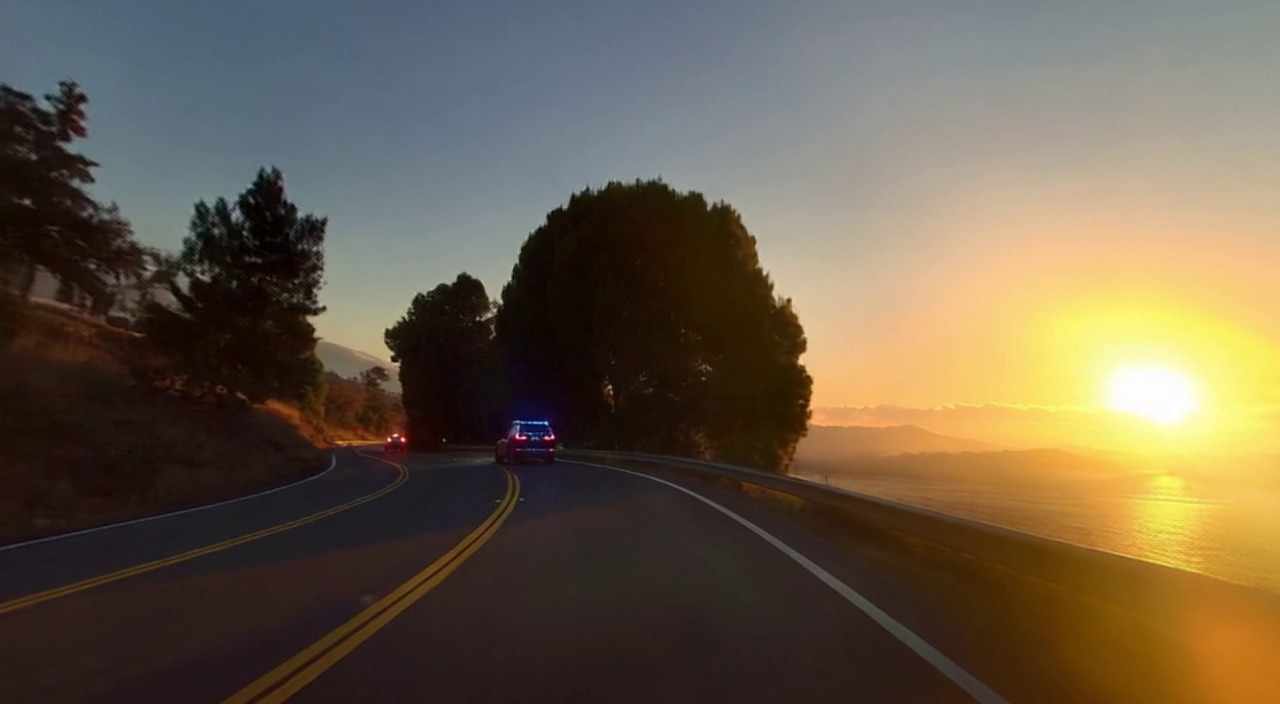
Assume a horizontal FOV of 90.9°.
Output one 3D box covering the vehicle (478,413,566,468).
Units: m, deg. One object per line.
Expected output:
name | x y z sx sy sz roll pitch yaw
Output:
vehicle | -4.927 3.615 25.544 2.500 1.961 5.637 3 -9 -20
